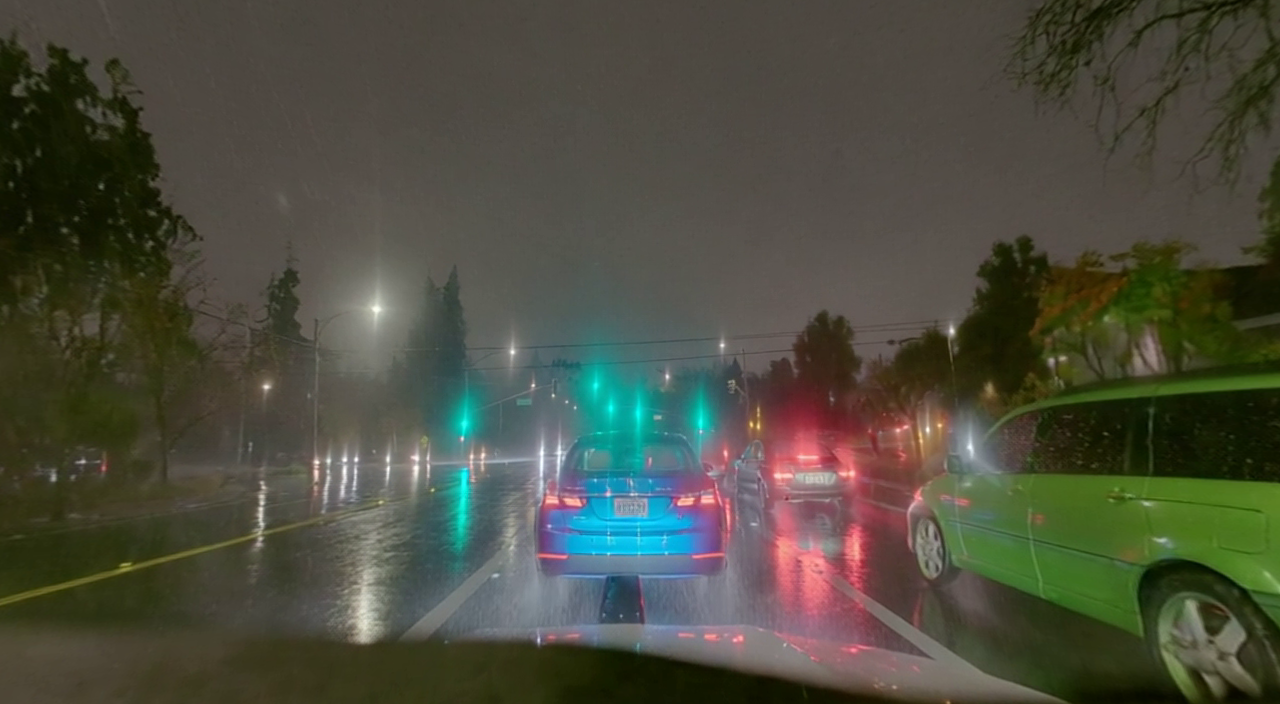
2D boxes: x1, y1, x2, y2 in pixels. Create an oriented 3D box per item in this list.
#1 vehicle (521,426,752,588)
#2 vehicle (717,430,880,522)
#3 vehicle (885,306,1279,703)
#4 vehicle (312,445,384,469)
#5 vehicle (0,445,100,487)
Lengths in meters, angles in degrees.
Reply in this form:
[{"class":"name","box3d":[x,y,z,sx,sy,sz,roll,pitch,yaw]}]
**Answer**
[{"class":"vehicle","box3d":[-0.085,1.774,8.120,2.186,1.500,4.141,0,-8,-1]},{"class":"vehicle","box3d":[2.951,2.422,12.932,1.971,1.517,4.521,0,-8,-3]},{"class":"vehicle","box3d":[3.361,0.932,3.780,2.006,1.766,4.345,0,-8,0]},{"class":"vehicle","box3d":[-19.889,7.164,43.208,3.957,1.630,1.881,0,-8,0]},{"class":"vehicle","box3d":[-22.579,4.161,23.110,4.092,1.438,1.639,-1,-8,1]}]
